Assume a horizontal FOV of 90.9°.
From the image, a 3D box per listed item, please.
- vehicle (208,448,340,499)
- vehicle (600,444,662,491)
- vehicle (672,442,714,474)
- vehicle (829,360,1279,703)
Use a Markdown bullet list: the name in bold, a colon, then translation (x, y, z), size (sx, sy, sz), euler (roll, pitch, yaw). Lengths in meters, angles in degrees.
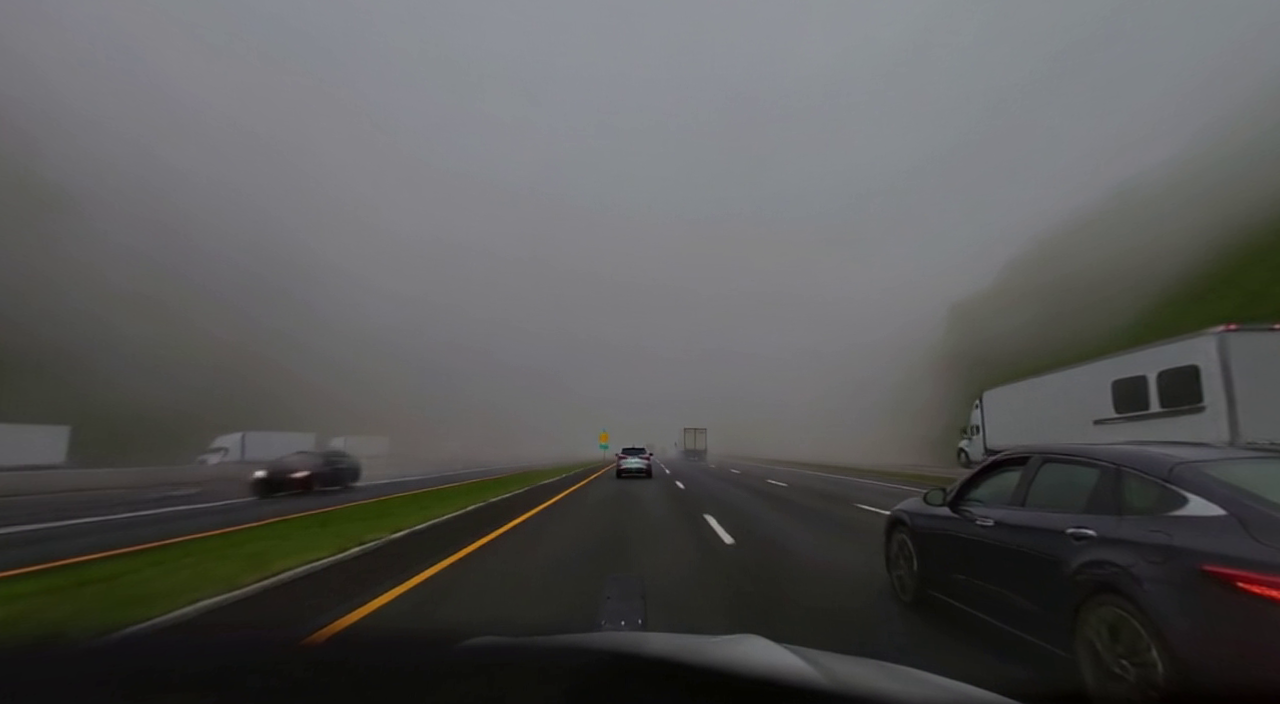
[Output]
- **vehicle**: translation (-11.852, 3.929, 20.791), size (1.808, 1.491, 4.167), euler (0, -9, 0)
- **vehicle**: translation (-0.292, 3.992, 22.053), size (1.970, 1.441, 3.846), euler (0, -9, 0)
- **vehicle**: translation (3.029, 6.154, 36.824), size (2.048, 1.704, 4.284), euler (0, -9, 0)
- **vehicle**: translation (2.913, 1.106, 3.885), size (1.997, 1.534, 4.664), euler (0, -9, -1)
